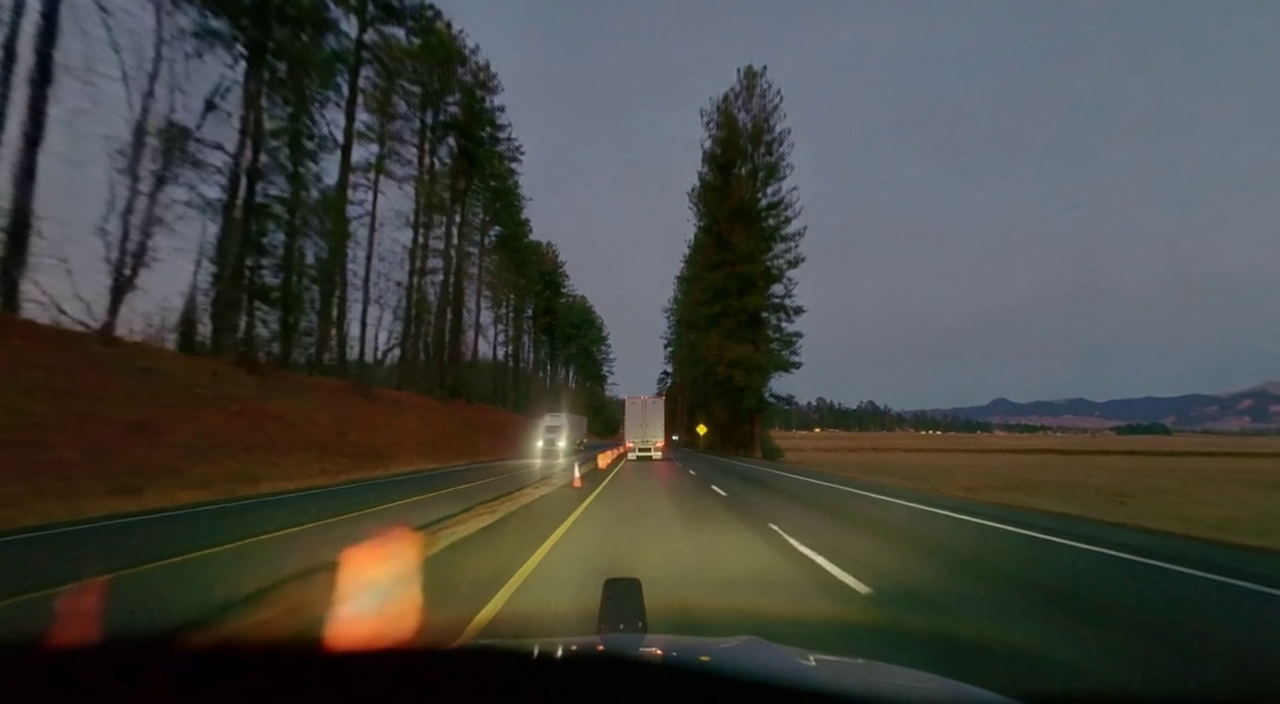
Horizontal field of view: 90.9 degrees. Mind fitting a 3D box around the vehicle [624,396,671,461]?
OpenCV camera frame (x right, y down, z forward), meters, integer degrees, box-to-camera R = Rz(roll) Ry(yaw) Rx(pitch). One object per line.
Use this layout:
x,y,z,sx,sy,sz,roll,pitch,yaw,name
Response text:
0.311,5.656,45.526,2.935,4.068,11.036,0,-8,-2,vehicle
